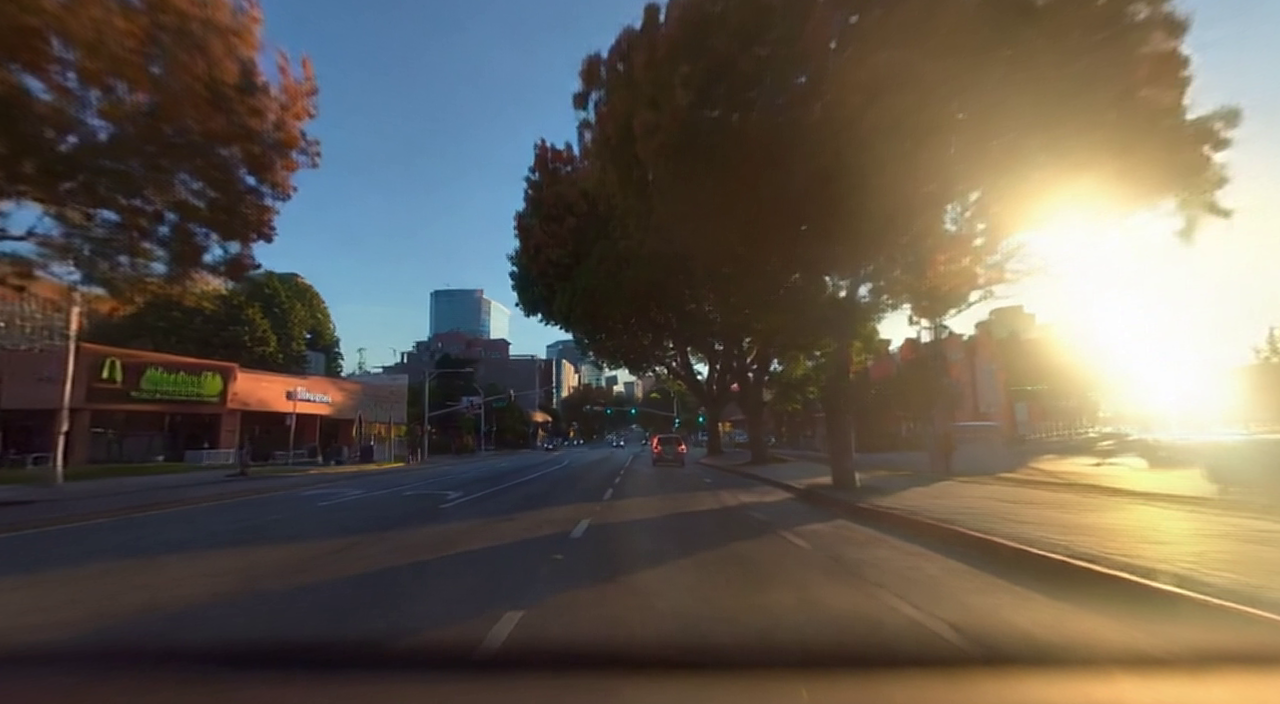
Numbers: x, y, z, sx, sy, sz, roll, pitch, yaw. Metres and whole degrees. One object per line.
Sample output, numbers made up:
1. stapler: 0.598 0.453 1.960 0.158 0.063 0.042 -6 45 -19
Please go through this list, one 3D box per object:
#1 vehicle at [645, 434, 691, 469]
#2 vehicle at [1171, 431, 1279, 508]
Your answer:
1. vehicle: 1.417 5.227 33.293 2.230 1.683 4.204 0 -8 1
2. vehicle: 14.330 2.423 13.355 4.602 1.461 1.899 1 -8 -5
